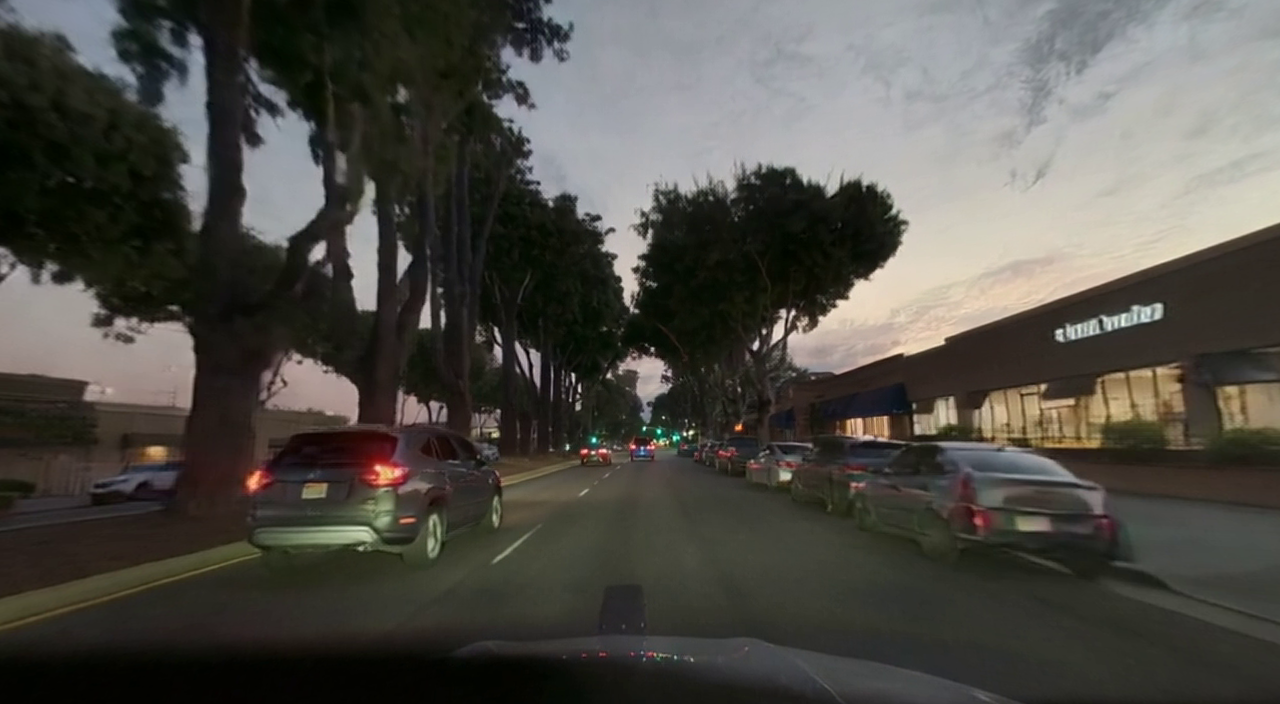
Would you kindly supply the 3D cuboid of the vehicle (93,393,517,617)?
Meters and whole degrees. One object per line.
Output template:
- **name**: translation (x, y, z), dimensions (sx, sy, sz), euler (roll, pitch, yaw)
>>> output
- **vehicle**: translation (-3.057, 1.520, 7.293), dimensions (2.186, 1.708, 4.746), euler (0, -8, 1)

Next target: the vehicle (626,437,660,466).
- **vehicle**: translation (0.206, 6.460, 40.993), dimensions (2.075, 1.770, 4.018), euler (0, -8, 0)

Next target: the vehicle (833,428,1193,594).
- **vehicle**: translation (4.113, 1.788, 8.003), dimensions (1.887, 1.517, 4.257), euler (0, -8, -1)

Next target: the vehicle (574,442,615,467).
- **vehicle**: translation (-2.833, 6.490, 40.043), dimensions (2.151, 1.484, 4.468), euler (0, -8, 2)
